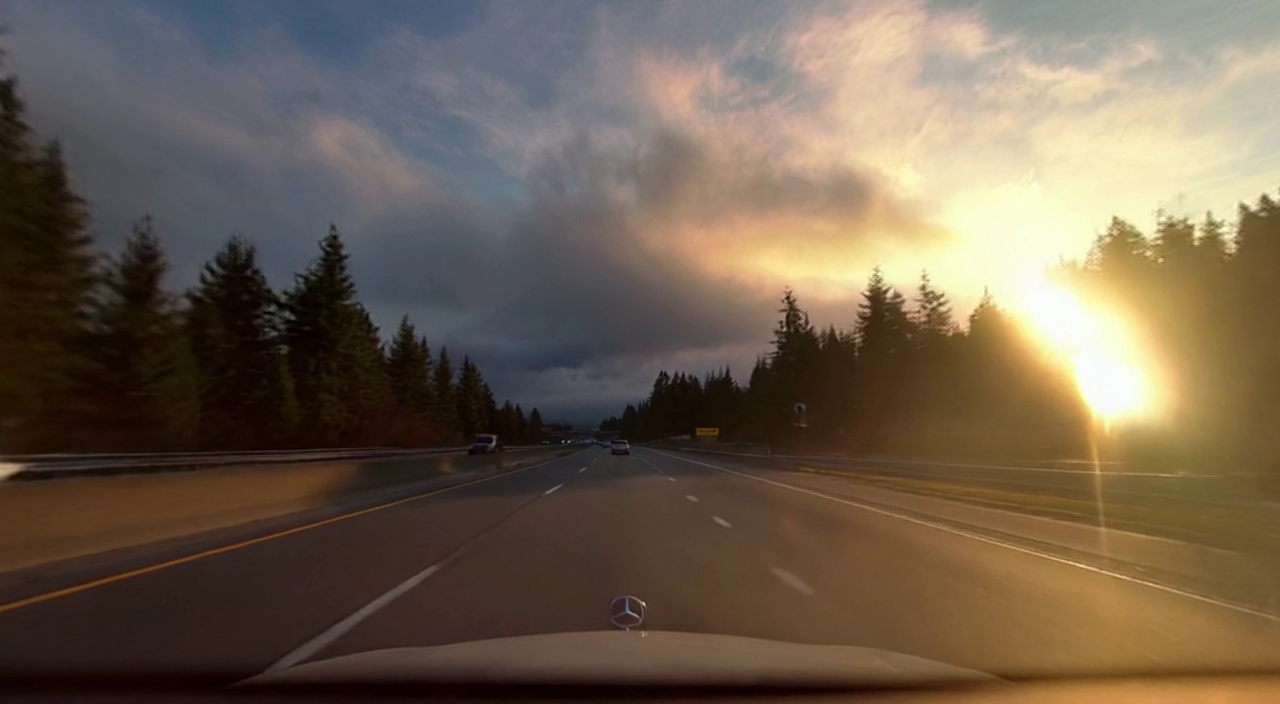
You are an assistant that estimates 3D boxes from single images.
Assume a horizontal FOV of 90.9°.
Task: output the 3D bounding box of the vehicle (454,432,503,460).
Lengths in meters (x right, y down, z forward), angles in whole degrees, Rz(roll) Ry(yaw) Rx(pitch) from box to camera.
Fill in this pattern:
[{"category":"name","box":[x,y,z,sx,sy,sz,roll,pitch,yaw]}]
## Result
[{"category":"vehicle","box":[-10.644,6.269,42.034,1.991,1.748,5.095,0,-8,-1]}]
